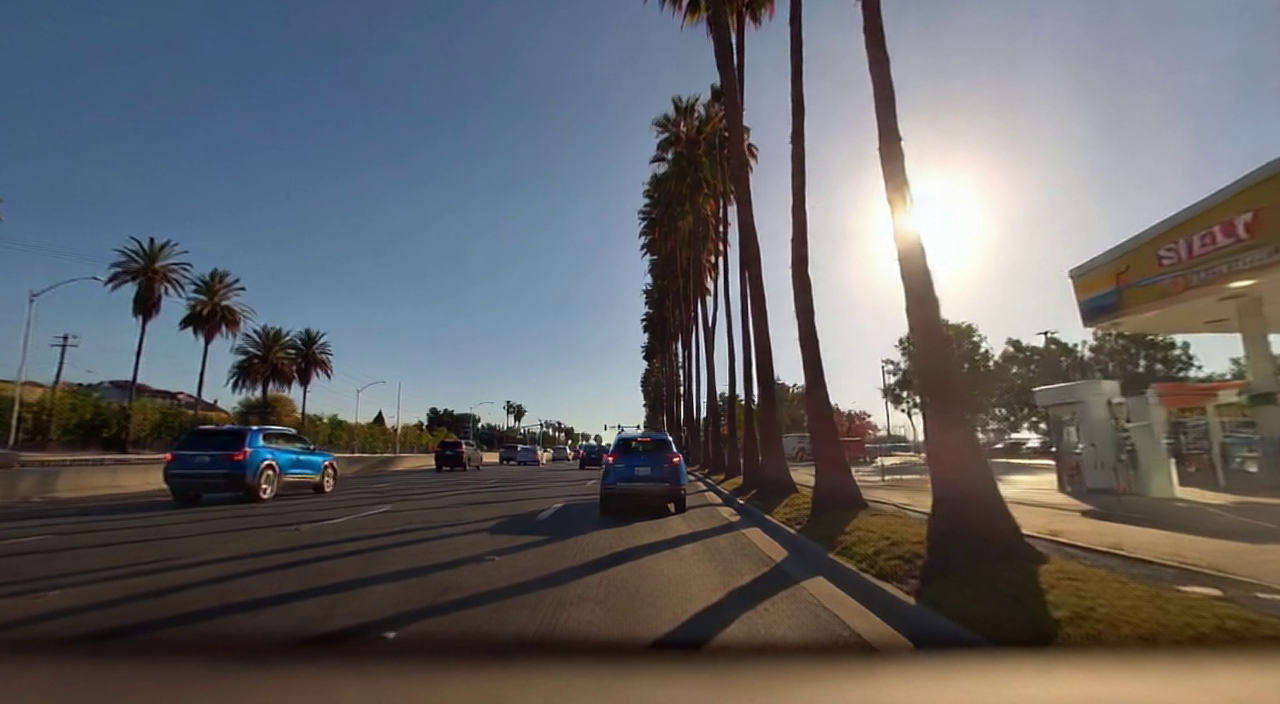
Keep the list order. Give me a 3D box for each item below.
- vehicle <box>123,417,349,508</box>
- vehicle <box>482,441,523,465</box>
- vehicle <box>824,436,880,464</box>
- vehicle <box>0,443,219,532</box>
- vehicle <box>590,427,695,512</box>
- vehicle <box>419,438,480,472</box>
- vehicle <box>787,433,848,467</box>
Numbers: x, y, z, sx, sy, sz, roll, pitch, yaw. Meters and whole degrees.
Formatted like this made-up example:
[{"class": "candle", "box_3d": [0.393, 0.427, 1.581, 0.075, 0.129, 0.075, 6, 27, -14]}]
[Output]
[{"class": "vehicle", "box_3d": [-9.990, 2.793, 16.295, 2.269, 1.934, 5.350, 0, -9, 0]}, {"class": "vehicle", "box_3d": [-10.475, 7.752, 48.181, 1.998, 1.731, 4.952, 0, -9, 0]}, {"class": "vehicle", "box_3d": [12.049, 5.565, 35.885, 1.681, 1.503, 3.781, 0, -8, -3]}, {"class": "vehicle", "box_3d": [-10.021, 2.409, 11.684, 1.924, 1.384, 3.426, 0, -9, 1]}, {"class": "vehicle", "box_3d": [0.076, 2.680, 14.719, 2.121, 1.710, 3.893, 0, -9, 1]}, {"class": "vehicle", "box_3d": [-10.579, 5.746, 35.190, 1.965, 1.743, 4.327, 0, -9, 1]}, {"class": "vehicle", "box_3d": [8.240, 4.497, 28.931, 1.837, 1.416, 3.947, -4, -10, 27]}]
